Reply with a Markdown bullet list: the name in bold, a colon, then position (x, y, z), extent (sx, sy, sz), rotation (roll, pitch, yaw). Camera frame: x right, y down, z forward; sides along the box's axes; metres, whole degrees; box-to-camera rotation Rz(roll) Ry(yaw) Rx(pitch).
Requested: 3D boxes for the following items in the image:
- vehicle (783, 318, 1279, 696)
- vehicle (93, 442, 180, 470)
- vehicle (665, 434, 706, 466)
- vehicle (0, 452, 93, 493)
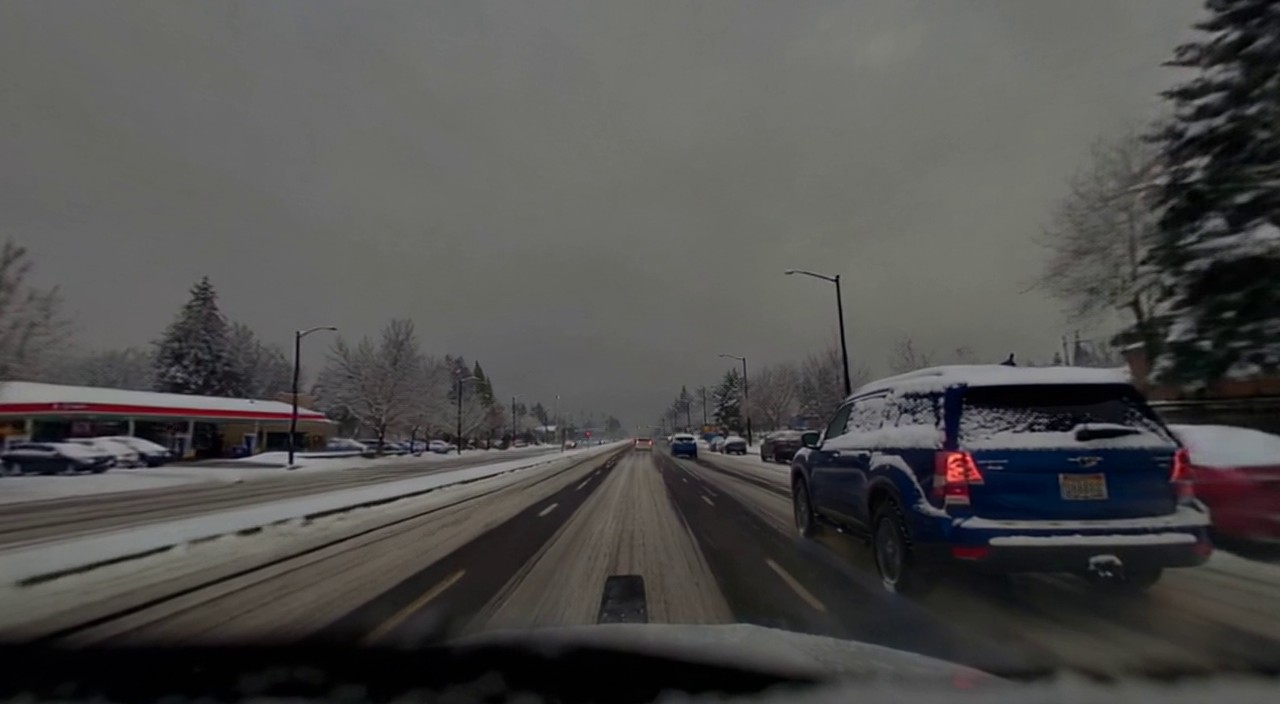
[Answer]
- **vehicle**: position (2.985, 1.131, 5.706), extent (2.246, 1.963, 4.777), rotation (0, -8, 0)
- **vehicle**: position (-32.753, 6.770, 41.003), extent (1.925, 1.680, 4.396), rotation (0, -9, 1)
- **vehicle**: position (2.794, 6.229, 40.085), extent (2.317, 1.857, 5.150), rotation (0, -8, 1)
- **vehicle**: position (-24.484, 4.702, 24.684), extent (1.822, 1.466, 4.445), rotation (0, -8, 1)
